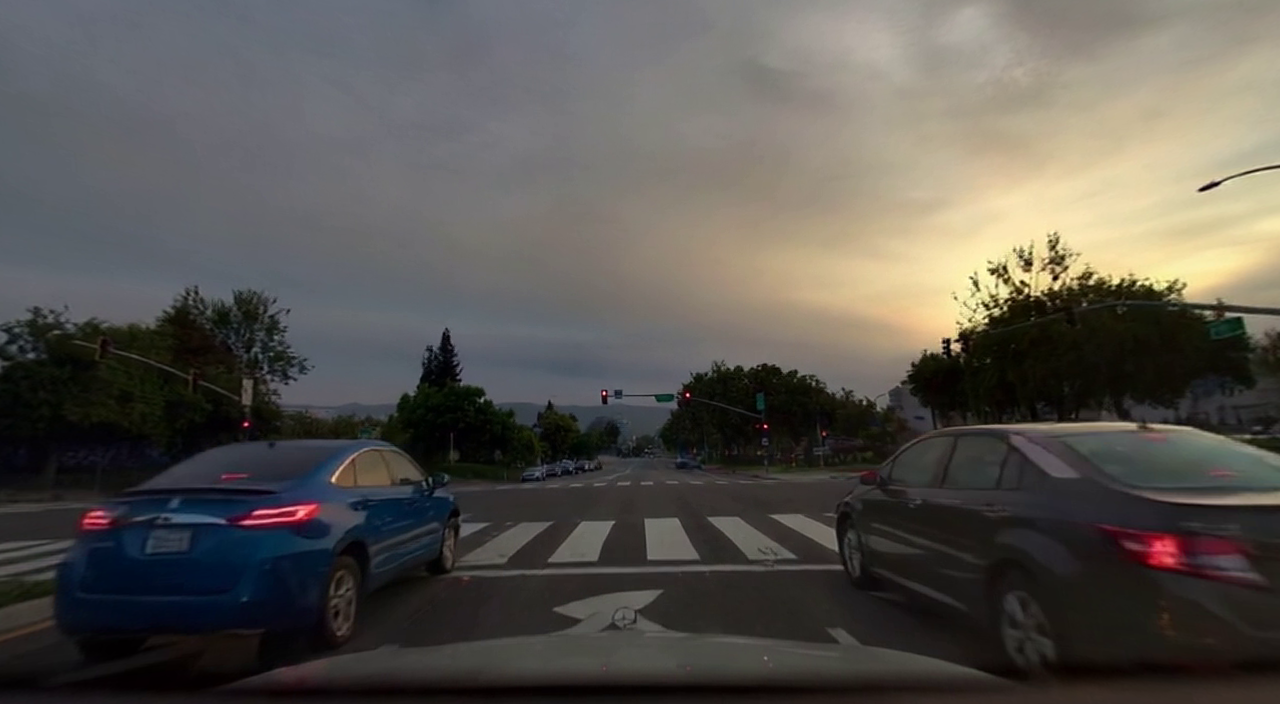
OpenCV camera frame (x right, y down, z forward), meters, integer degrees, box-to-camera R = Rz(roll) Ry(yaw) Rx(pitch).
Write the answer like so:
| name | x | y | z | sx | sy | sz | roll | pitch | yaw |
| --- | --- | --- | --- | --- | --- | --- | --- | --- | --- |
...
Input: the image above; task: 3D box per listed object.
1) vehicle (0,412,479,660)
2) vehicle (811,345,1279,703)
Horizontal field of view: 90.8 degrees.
| name | x | y | z | sx | sy | sz | roll | pitch | yaw |
| --- | --- | --- | --- | --- | --- | --- | --- | --- | --- |
| vehicle | -3.021 | 1.423 | 5.856 | 1.969 | 1.513 | 3.773 | 0 | -9 | 1 |
| vehicle | 2.883 | 1.134 | 4.368 | 2.099 | 1.671 | 4.491 | 0 | -9 | 0 |
